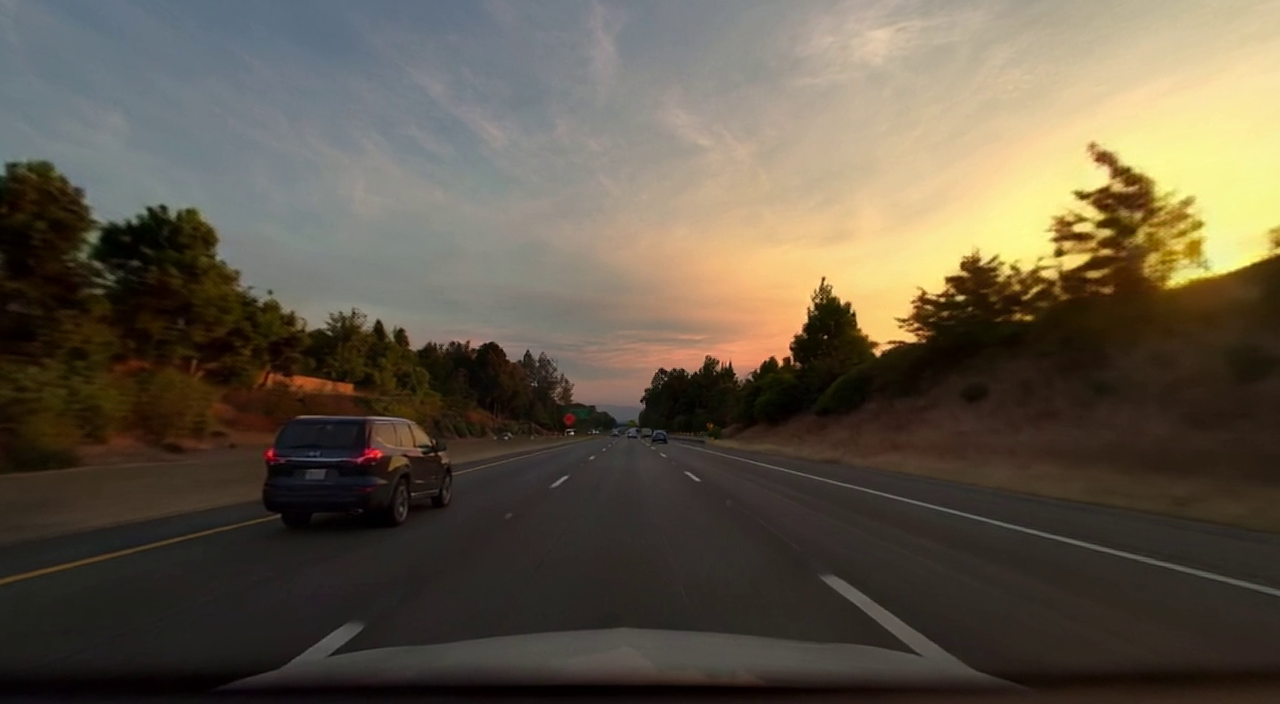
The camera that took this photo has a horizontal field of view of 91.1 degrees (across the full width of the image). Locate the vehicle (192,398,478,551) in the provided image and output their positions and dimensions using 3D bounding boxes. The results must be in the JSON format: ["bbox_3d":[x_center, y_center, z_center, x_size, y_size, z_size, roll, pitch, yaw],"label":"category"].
[{"bbox_3d":[-3.769,1.570,8.722,2.000,1.620,3.929,0,-8,0],"label":"vehicle"}]
